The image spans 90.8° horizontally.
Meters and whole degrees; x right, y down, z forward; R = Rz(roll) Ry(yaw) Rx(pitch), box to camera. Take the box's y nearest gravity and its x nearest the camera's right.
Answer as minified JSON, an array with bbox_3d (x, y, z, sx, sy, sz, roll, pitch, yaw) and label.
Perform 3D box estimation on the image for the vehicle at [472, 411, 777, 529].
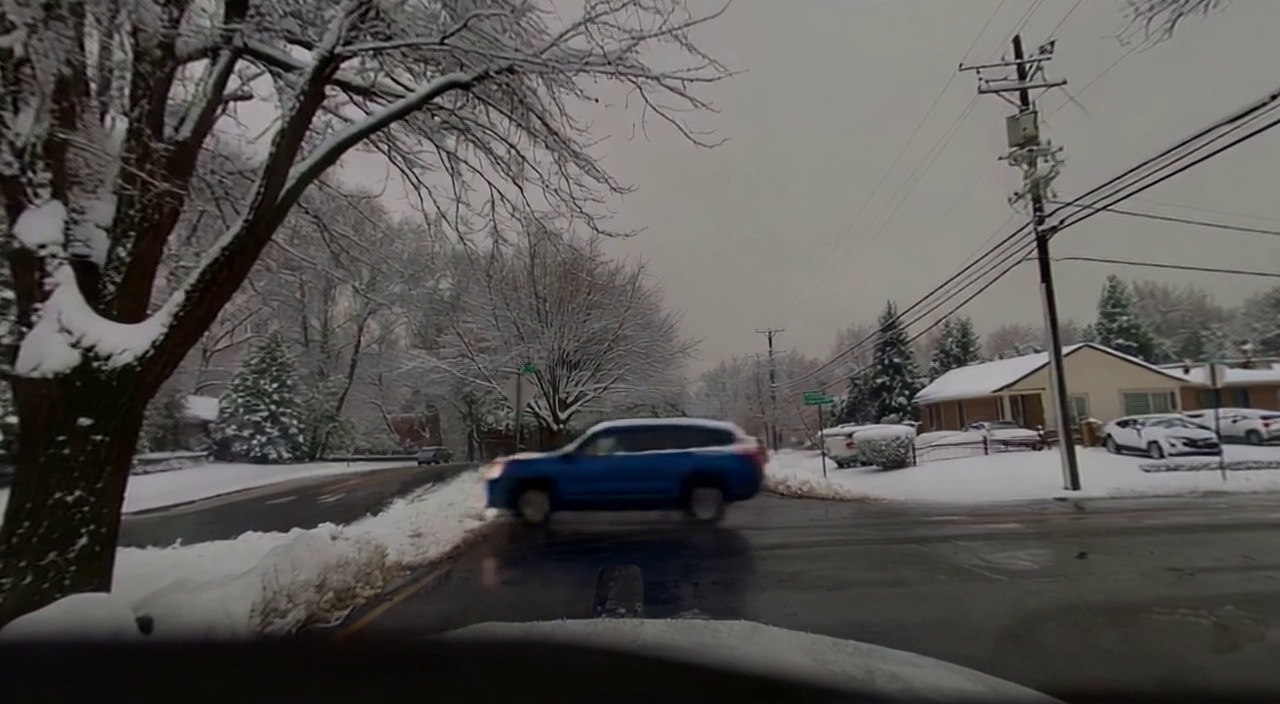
[{"bbox_3d":[-0.266,2.027,11.176,4.809,1.834,2.181,0,-8,-2],"label":"vehicle"}]
